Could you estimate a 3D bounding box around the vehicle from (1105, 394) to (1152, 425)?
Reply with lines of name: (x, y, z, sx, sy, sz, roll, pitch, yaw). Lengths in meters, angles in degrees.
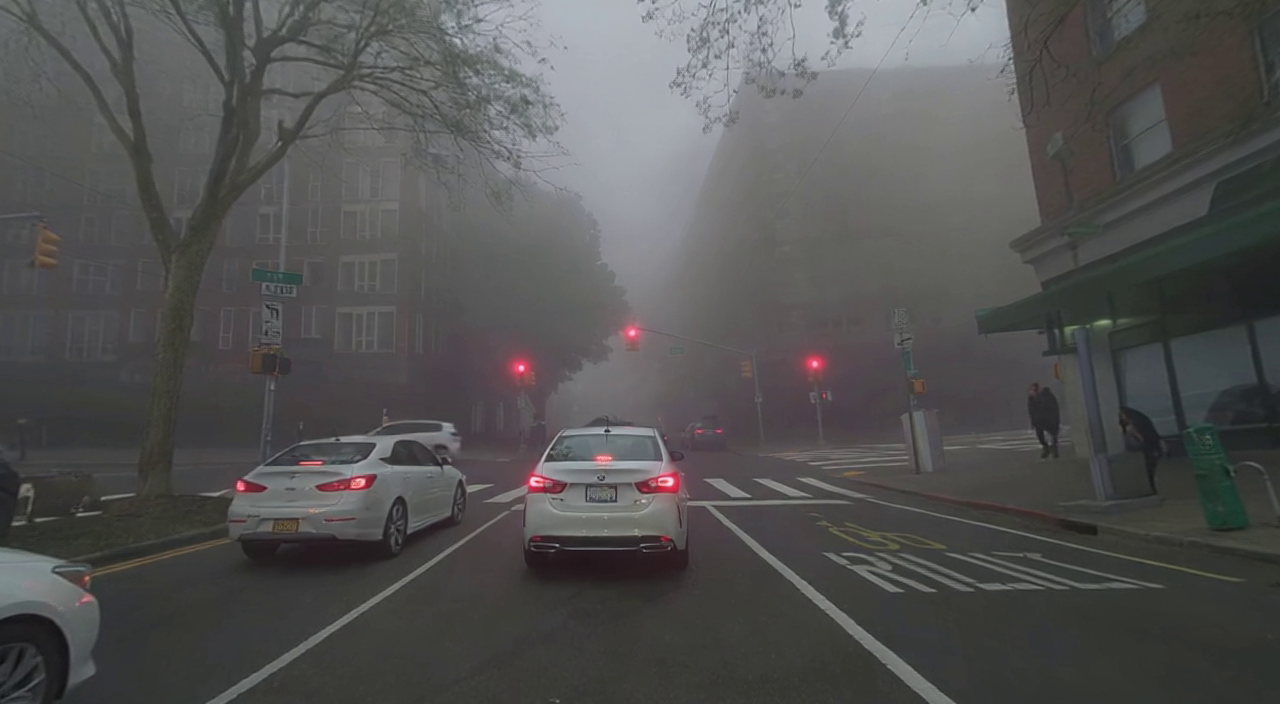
vehicle: (30.140, 3.595, 38.934, 1.958, 1.667, 4.392, -7, -11, 39)

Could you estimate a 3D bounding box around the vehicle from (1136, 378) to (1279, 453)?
vehicle: (21.638, 2.356, 22.867, 5.863, 2.493, 2.354, 2, -9, -12)

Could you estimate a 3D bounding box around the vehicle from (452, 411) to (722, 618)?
vehicle: (-0.411, 1.498, 6.722, 1.999, 1.520, 3.896, 0, -8, -1)

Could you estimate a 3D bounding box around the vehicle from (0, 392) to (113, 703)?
vehicle: (-3.910, 0.704, 1.180, 1.995, 1.524, 4.438, 0, -8, 0)

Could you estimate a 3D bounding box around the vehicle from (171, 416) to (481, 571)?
vehicle: (-3.685, 1.732, 8.508, 1.934, 1.522, 4.287, 0, -8, 0)
